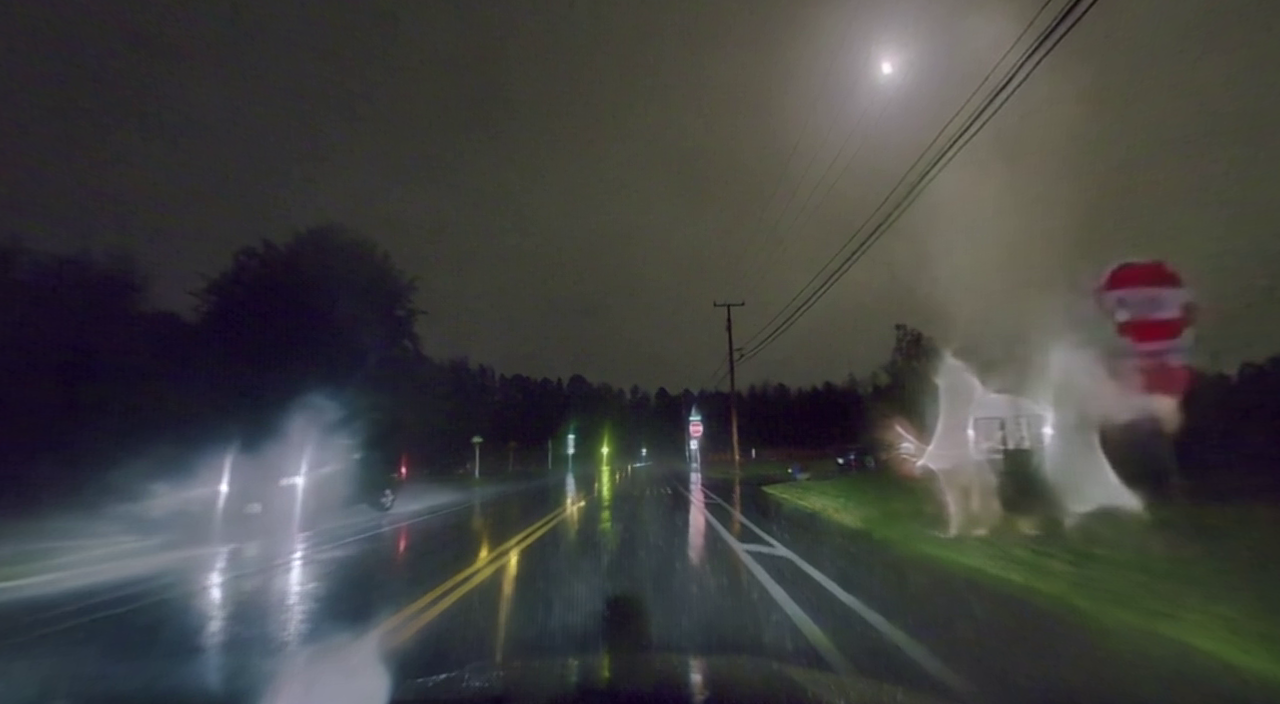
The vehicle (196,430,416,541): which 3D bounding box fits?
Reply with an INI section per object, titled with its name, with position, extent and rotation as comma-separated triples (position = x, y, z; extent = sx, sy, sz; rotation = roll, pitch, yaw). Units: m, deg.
[vehicle]
position = -6.386, 2.631, 12.800
extent = 1.992, 1.797, 4.372
rotation = -2, -10, 1
